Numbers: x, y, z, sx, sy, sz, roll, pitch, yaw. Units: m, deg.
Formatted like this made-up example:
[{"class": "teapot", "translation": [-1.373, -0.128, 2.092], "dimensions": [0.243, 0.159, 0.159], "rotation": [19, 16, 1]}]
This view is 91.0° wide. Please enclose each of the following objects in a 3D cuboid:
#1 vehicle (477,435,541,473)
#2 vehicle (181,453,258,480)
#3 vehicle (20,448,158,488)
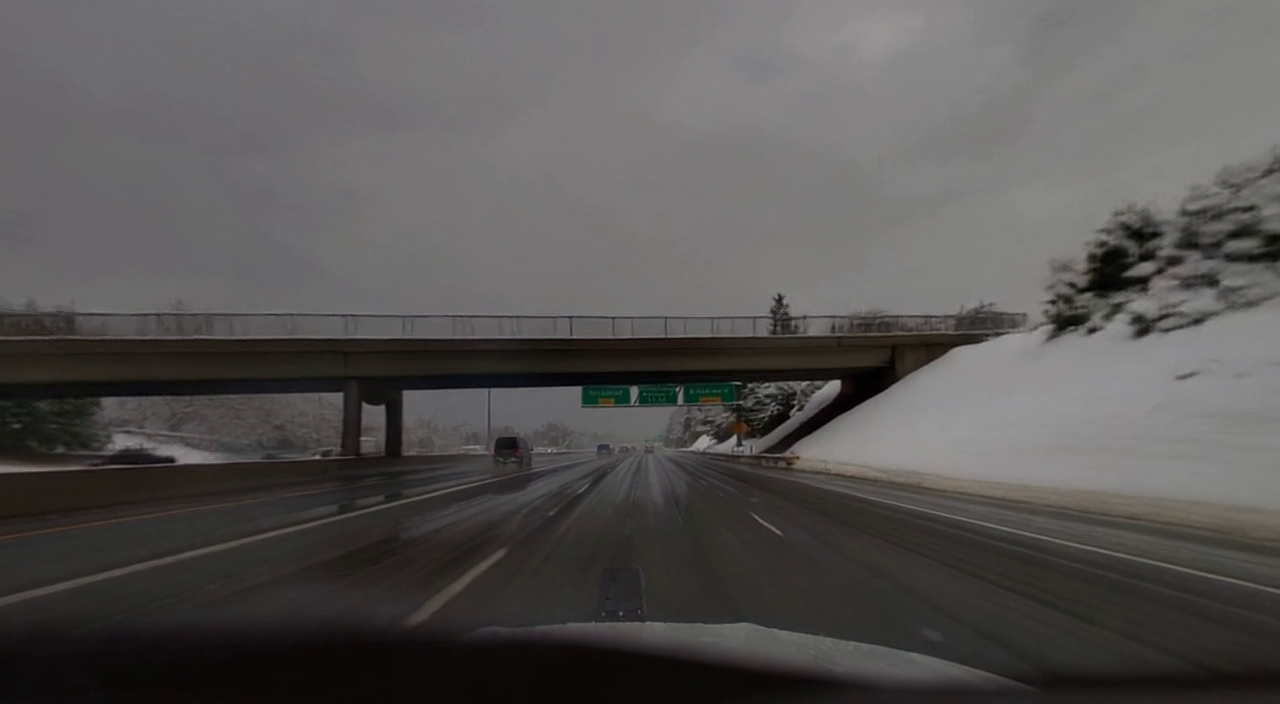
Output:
[{"class": "vehicle", "translation": [-7.326, 5.780, 35.971], "dimensions": [2.341, 1.959, 5.684], "rotation": [0, -9, 1]}, {"class": "vehicle", "translation": [-26.542, 7.214, 39.891], "dimensions": [1.819, 1.521, 4.377], "rotation": [0, -9, 0]}, {"class": "vehicle", "translation": [-26.563, 5.562, 30.668], "dimensions": [2.081, 1.748, 5.102], "rotation": [0, -9, 0]}]
